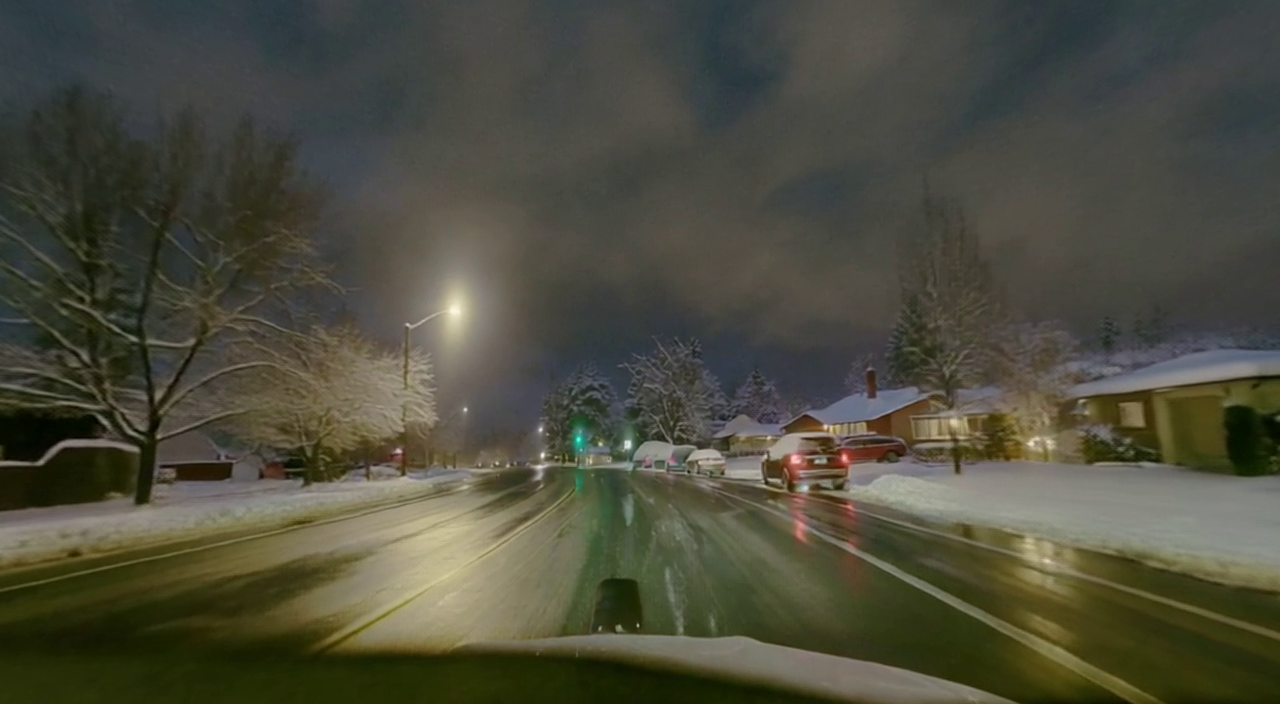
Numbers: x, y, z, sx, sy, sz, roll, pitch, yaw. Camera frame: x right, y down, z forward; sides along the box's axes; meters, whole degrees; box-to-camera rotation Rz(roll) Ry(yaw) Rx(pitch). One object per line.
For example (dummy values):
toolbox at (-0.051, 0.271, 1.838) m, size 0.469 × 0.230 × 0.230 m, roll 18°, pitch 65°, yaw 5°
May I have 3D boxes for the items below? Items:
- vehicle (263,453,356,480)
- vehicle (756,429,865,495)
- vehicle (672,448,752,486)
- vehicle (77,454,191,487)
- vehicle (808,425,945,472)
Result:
vehicle at (-19.816, 6.842, 38.064) m, size 4.502 × 1.511 × 1.939 m, roll 2°, pitch -9°, yaw -12°
vehicle at (6.016, 3.952, 23.095) m, size 2.305 × 2.111 × 4.965 m, roll 0°, pitch -8°, yaw -3°
vehicle at (3.592, 5.900, 32.803) m, size 2.713 × 1.671 × 4.939 m, roll 1°, pitch -8°, yaw -11°
vehicle at (-25.944, 6.066, 32.533) m, size 3.977 × 1.501 × 2.143 m, roll 0°, pitch -8°, yaw -6°
vehicle at (13.350, 5.575, 36.169) m, size 6.635 × 2.414 × 2.896 m, roll -1°, pitch -12°, yaw 4°
